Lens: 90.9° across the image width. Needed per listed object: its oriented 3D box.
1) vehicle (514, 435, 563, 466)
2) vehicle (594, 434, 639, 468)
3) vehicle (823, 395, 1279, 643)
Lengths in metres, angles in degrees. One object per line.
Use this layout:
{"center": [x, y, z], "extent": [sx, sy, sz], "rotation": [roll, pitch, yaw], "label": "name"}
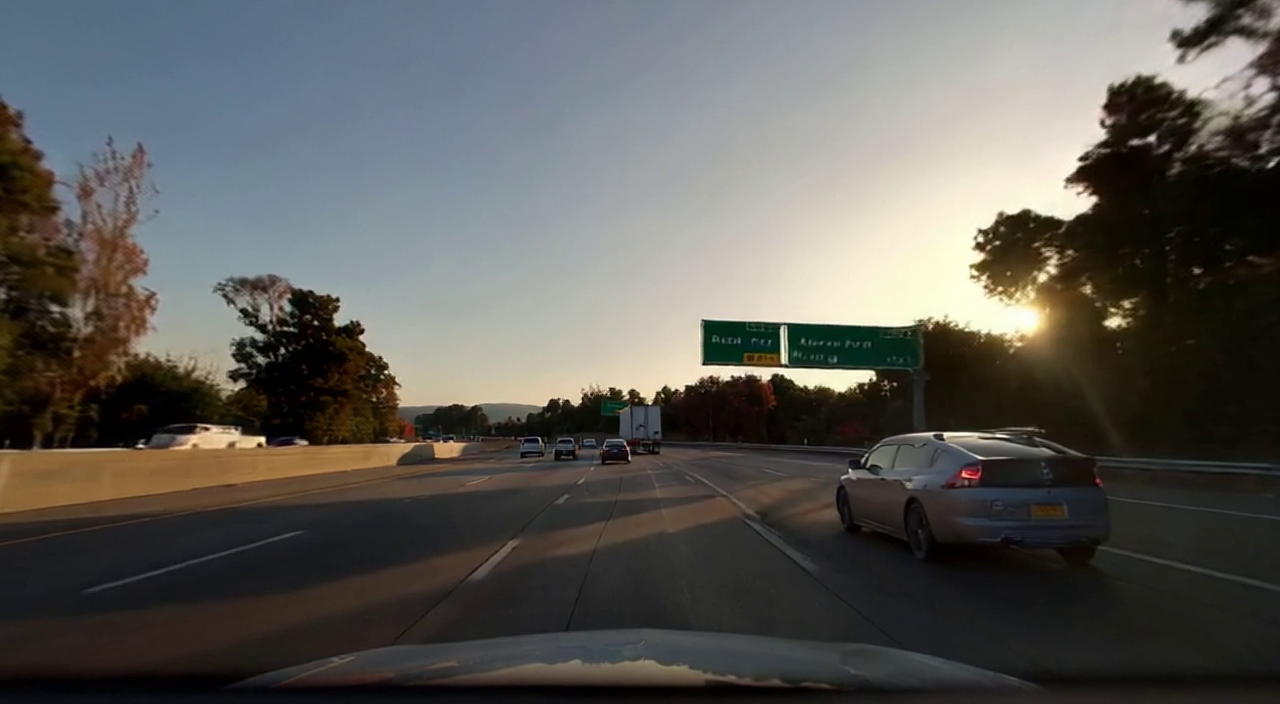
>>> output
{"center": [-5.305, 5.186, 33.350], "extent": [2.072, 1.512, 4.043], "rotation": [0, -8, -2], "label": "vehicle"}
{"center": [-1.144, 4.792, 30.655], "extent": [2.020, 1.516, 3.951], "rotation": [0, -8, -2], "label": "vehicle"}
{"center": [3.411, 1.320, 6.033], "extent": [1.971, 1.472, 4.301], "rotation": [-1, -8, -1], "label": "vehicle"}
